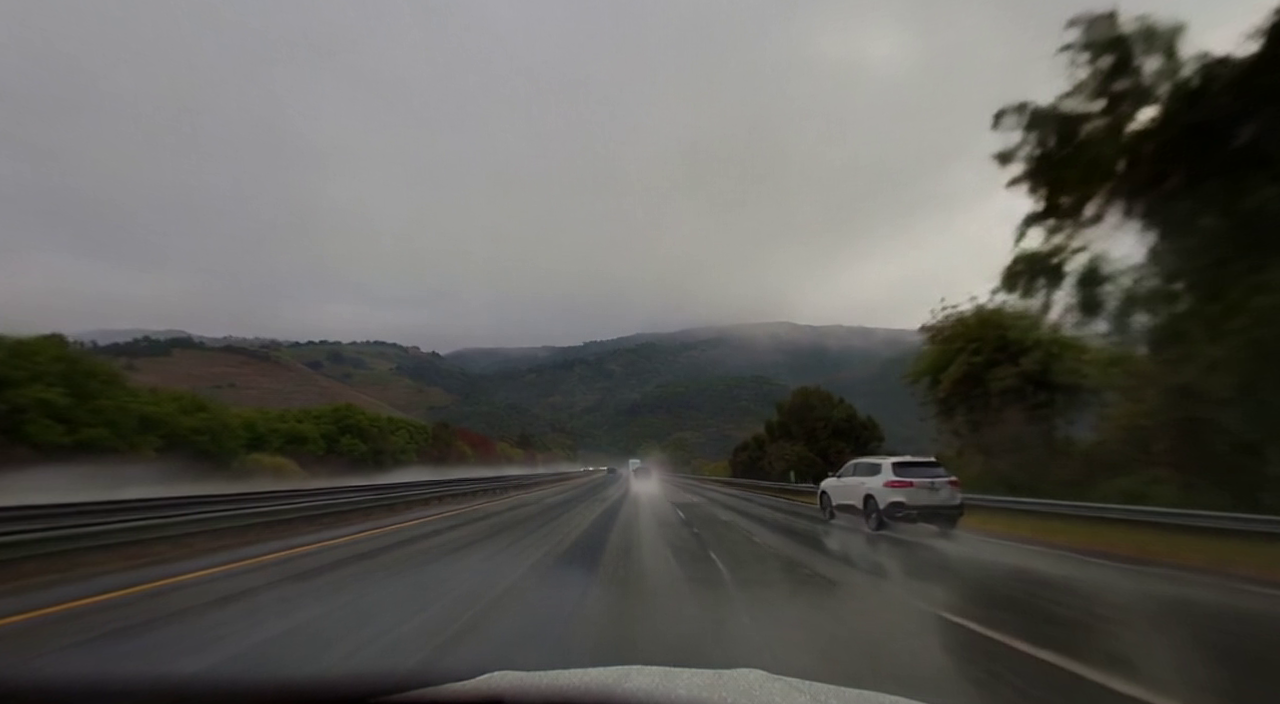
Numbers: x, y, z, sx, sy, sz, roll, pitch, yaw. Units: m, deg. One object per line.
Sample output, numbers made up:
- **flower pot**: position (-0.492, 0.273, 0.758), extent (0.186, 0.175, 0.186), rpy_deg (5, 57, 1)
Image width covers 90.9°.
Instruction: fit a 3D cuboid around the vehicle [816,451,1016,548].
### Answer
- **vehicle**: position (5.839, 3.204, 14.163), extent (2.089, 1.770, 4.571), rpy_deg (2, -11, -5)
